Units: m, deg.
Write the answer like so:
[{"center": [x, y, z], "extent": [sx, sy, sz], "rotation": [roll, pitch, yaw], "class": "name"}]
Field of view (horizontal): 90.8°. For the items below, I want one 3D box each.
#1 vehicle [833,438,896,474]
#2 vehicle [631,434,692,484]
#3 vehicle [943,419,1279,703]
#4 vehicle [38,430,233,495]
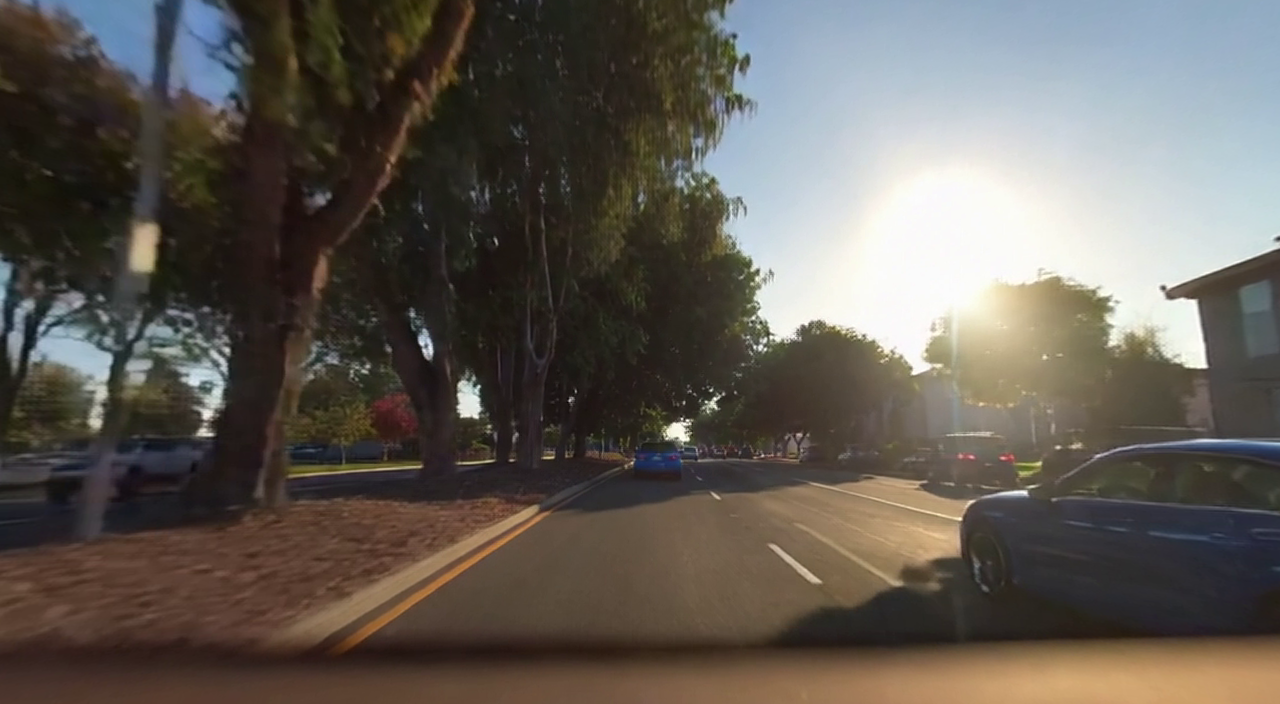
[{"center": [12.335, 5.720, 35.073], "extent": [2.039, 1.826, 4.704], "rotation": [-1, -9, 4], "class": "vehicle"}, {"center": [0.775, 4.019, 23.994], "extent": [2.085, 1.693, 4.301], "rotation": [0, -9, 1], "class": "vehicle"}, {"center": [3.823, 1.148, 3.714], "extent": [1.918, 1.418, 4.360], "rotation": [0, -9, 0], "class": "vehicle"}, {"center": [-15.520, 3.405, 19.917], "extent": [2.290, 1.758, 4.900], "rotation": [0, -9, -4], "class": "vehicle"}]
